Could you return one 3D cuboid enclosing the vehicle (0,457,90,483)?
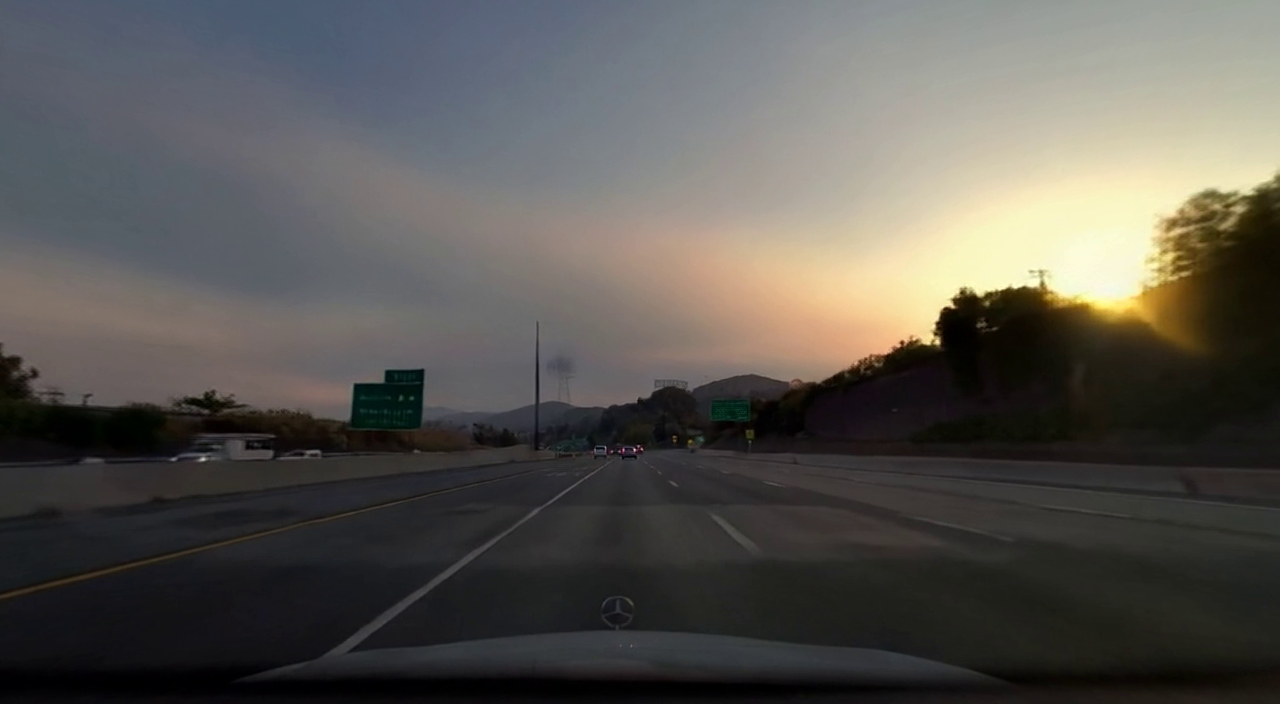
[{"bbox_3d":[-40.931,8.070,43.436,1.888,1.548,4.818,0,-9,1],"label":"vehicle"}]
